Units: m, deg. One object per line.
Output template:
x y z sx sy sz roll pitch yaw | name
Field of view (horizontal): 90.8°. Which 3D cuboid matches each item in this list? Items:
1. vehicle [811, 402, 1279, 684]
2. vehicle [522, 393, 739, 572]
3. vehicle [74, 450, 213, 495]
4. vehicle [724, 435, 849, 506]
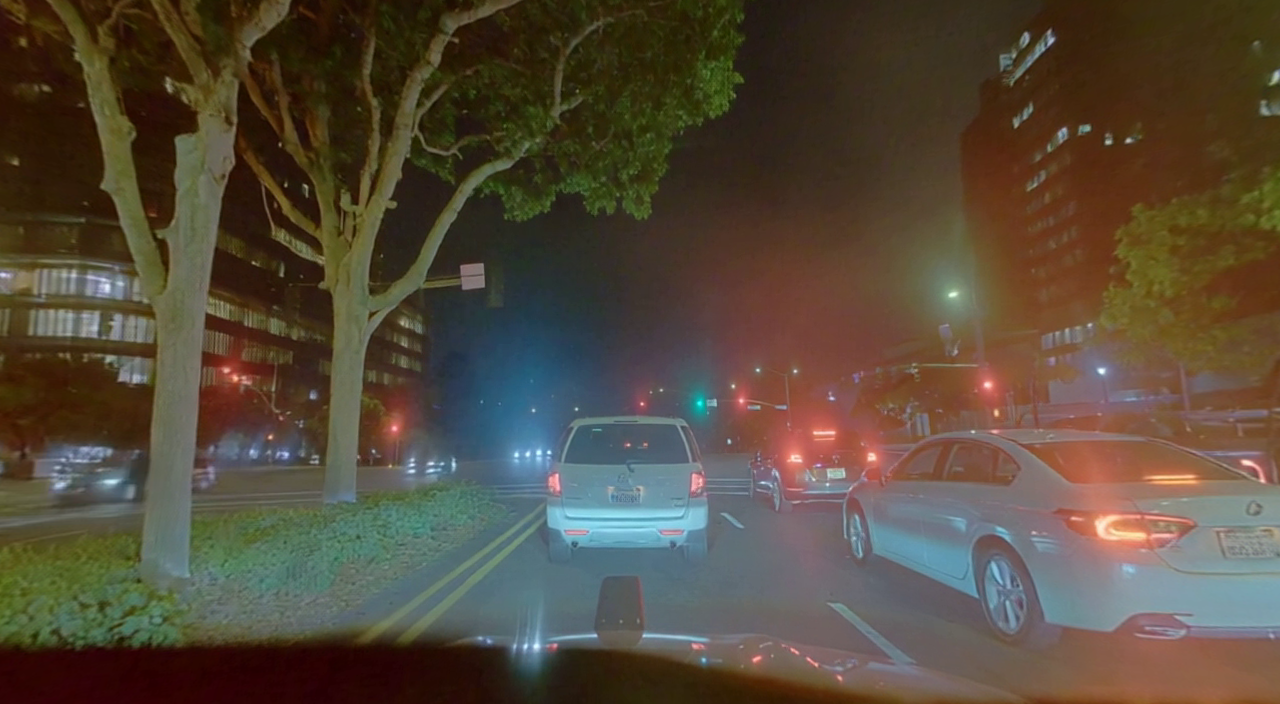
3.361 1.425 6.000 2.034 1.558 4.774 0 -9 -1 | vehicle
-0.169 1.671 8.778 2.236 1.827 4.316 0 -9 -2 | vehicle
-20.831 5.029 26.839 2.132 1.695 4.619 0 -8 -1 | vehicle
3.493 2.921 15.989 2.004 1.523 4.263 0 -9 -2 | vehicle
